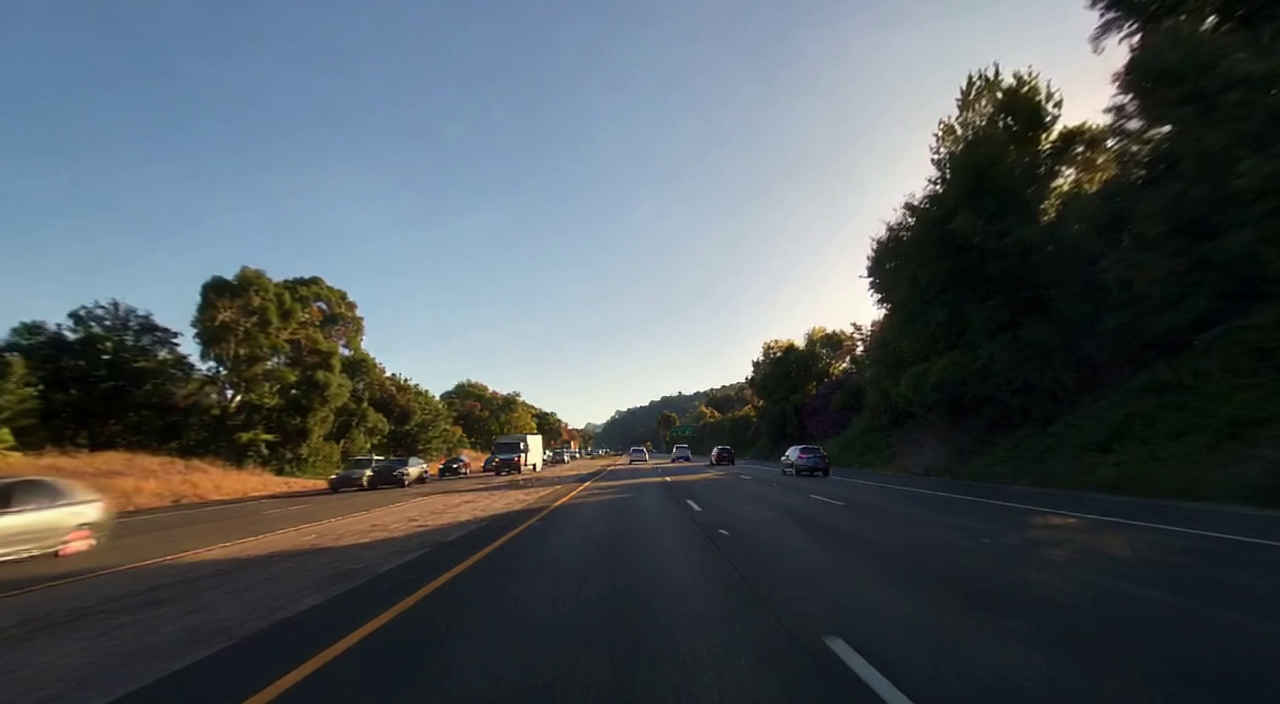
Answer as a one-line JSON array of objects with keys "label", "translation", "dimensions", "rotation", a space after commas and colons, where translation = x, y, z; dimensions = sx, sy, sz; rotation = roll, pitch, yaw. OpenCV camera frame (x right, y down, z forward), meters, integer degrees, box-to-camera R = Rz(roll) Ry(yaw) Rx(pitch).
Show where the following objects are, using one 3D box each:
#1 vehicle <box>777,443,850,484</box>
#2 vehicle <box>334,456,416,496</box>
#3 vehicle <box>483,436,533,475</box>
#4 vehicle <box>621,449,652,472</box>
[{"label": "vehicle", "translation": [7.247, 4.667, 26.697], "dimensions": [1.903, 1.566, 3.866], "rotation": [0, -9, -1]}, {"label": "vehicle", "translation": [-12.166, 5.681, 29.282], "dimensions": [1.996, 1.632, 4.083], "rotation": [0, -9, 0]}, {"label": "vehicle", "translation": [-8.922, 7.046, 43.233], "dimensions": [2.207, 2.457, 5.719], "rotation": [0, -9, 0]}, {"label": "vehicle", "translation": [-0.214, 7.341, 42.910], "dimensions": [2.021, 1.507, 4.272], "rotation": [0, -9, 0]}]
